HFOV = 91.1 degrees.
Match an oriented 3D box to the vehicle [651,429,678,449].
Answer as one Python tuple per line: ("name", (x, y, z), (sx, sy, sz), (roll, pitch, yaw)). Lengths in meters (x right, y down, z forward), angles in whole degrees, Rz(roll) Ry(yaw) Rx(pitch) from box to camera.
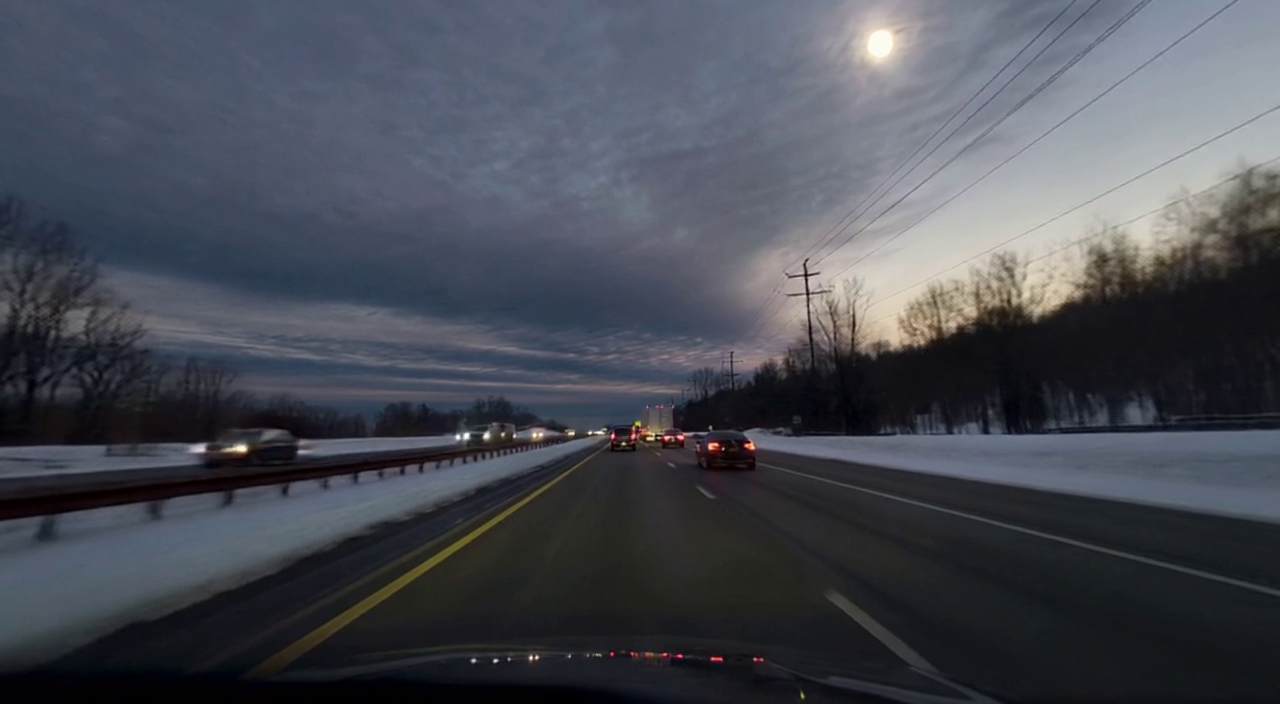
("vehicle", (1.843, 6.835, 49.233), (1.807, 1.484, 3.765), (0, -8, -2))

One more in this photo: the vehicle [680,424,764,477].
("vehicle", (2.589, 3.236, 20.873), (2.062, 1.581, 3.914), (0, -8, -3))

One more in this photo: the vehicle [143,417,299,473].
("vehicle", (-12.517, 2.813, 19.193), (1.815, 1.475, 4.344), (0, -8, -1))

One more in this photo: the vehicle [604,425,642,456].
("vehicle", (-0.932, 4.949, 35.095), (2.019, 1.642, 3.790), (0, -8, -1))
